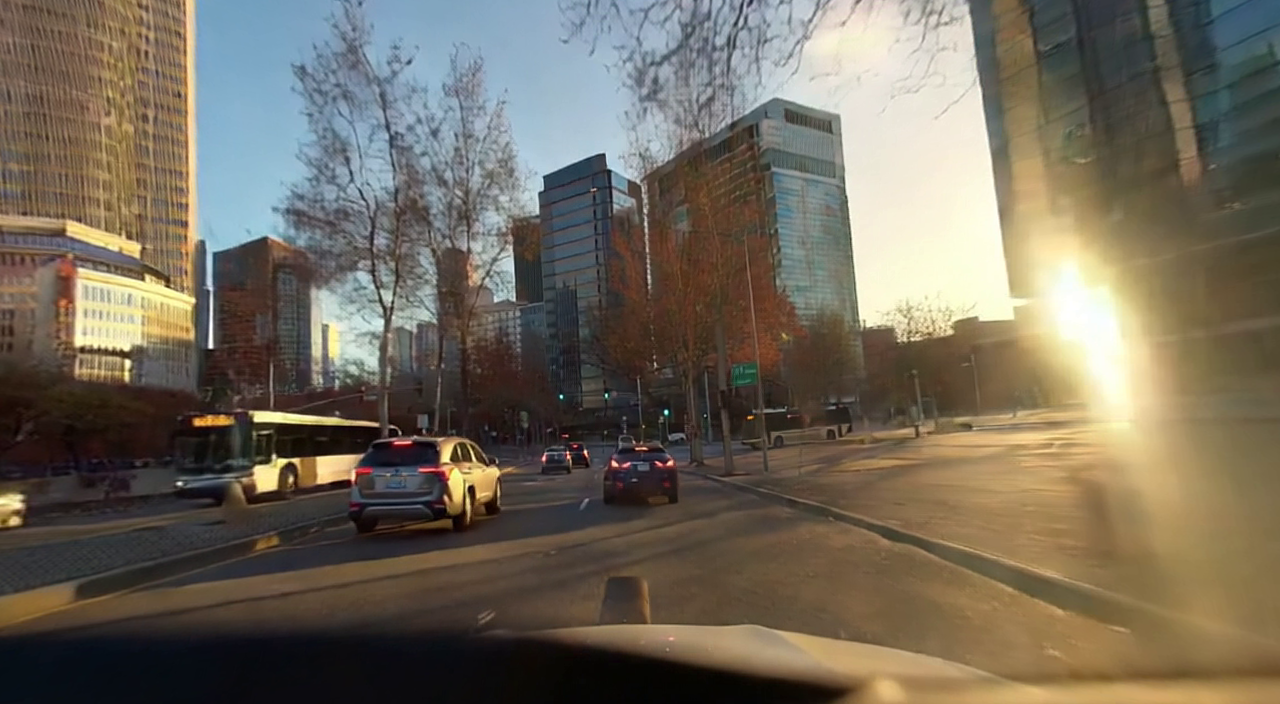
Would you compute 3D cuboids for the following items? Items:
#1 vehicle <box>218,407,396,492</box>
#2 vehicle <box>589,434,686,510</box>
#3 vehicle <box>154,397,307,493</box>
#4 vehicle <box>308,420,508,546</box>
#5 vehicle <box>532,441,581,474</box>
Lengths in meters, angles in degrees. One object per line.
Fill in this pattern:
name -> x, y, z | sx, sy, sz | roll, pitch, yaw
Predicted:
vehicle -> -14.941, 4.570, 29.677 | 3.063, 3.298, 9.918 | 0, -9, -1
vehicle -> -0.143, 2.710, 14.627 | 1.933, 1.504, 3.802 | 0, -9, -3
vehicle -> -19.542, 4.505, 30.752 | 2.995, 4.140, 6.561 | 0, -8, -1
vehicle -> -3.467, 2.019, 10.262 | 1.848, 1.641, 3.686 | 0, -9, -1
vehicle -> -4.034, 5.172, 31.066 | 1.961, 1.517, 4.202 | 0, -9, -2
